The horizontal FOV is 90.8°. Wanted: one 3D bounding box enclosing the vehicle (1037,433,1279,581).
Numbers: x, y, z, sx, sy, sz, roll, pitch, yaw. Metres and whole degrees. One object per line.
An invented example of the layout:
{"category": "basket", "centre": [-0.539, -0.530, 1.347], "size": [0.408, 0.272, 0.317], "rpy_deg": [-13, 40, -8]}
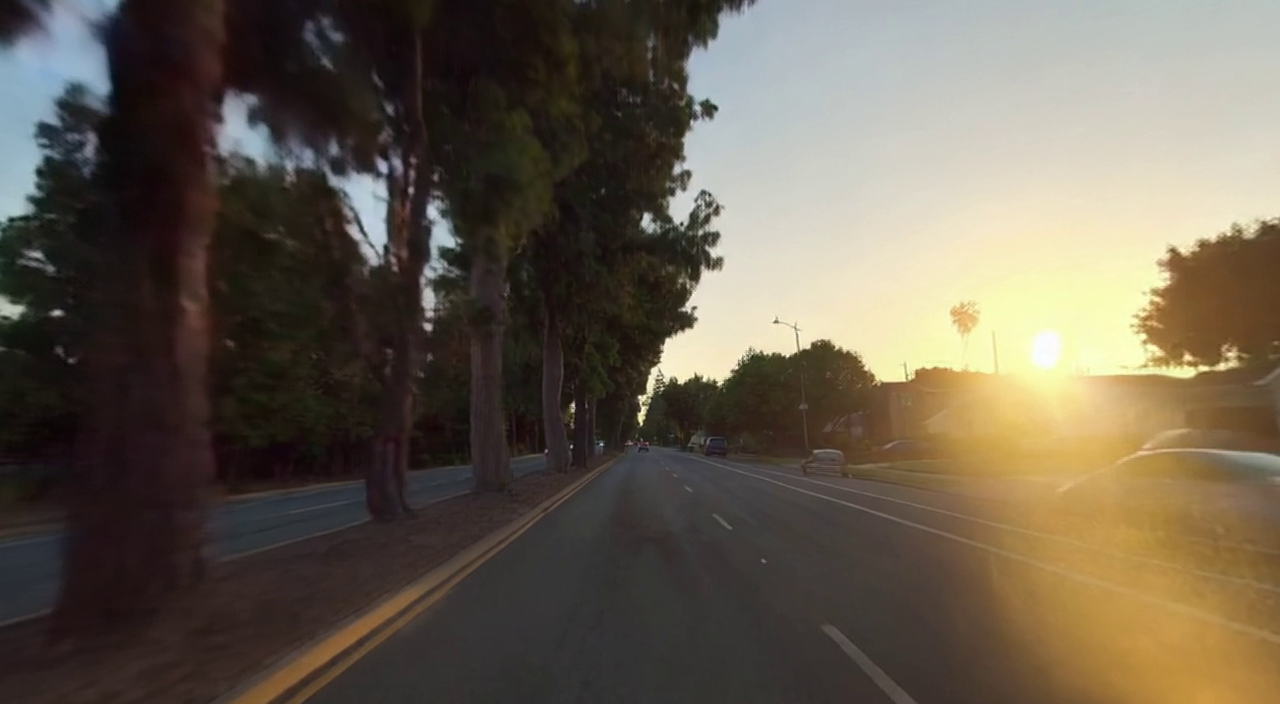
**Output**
{"category": "vehicle", "centre": [7.428, 1.780, 7.890], "size": [2.010, 1.469, 4.548], "rpy_deg": [0, -8, 1]}

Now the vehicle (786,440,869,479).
{"category": "vehicle", "centre": [7.628, 4.426, 26.244], "size": [1.967, 1.449, 4.645], "rpy_deg": [0, -8, 0]}
